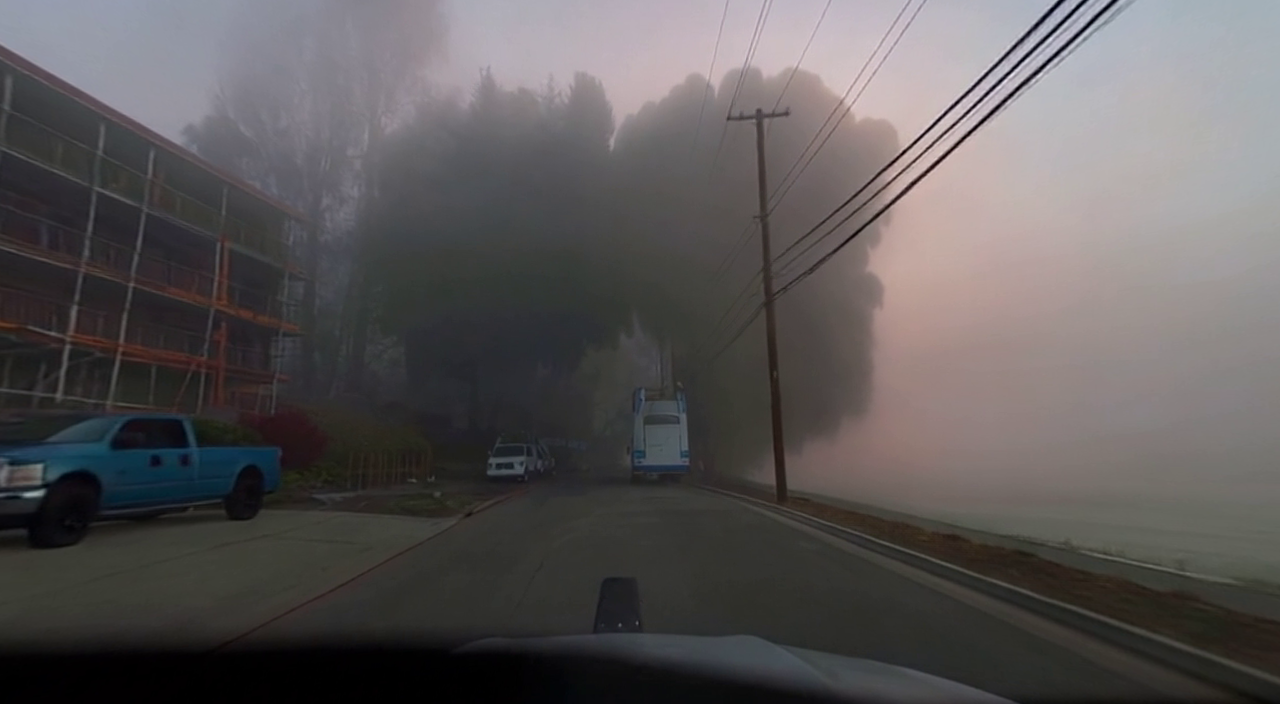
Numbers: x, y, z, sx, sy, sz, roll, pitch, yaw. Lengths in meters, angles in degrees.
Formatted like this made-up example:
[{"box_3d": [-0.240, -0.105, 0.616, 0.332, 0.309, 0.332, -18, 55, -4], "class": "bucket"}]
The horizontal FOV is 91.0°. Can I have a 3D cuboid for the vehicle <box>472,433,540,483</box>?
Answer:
[{"box_3d": [-6.232, 4.915, 29.806, 2.171, 1.910, 4.789, -1, -5, 0], "class": "vehicle"}]

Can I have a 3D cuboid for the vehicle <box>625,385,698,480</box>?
[{"box_3d": [0.861, 4.160, 30.613, 2.915, 3.793, 9.963, 1, -10, 0], "class": "vehicle"}]

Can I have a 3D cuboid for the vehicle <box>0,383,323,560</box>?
[{"box_3d": [-7.706, 1.742, 9.729, 2.238, 1.895, 5.648, -1, -9, 6], "class": "vehicle"}]

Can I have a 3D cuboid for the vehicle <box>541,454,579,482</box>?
[{"box_3d": [-5.861, 8.509, 46.513, 2.257, 1.916, 5.089, 0, -9, -2], "class": "vehicle"}]
